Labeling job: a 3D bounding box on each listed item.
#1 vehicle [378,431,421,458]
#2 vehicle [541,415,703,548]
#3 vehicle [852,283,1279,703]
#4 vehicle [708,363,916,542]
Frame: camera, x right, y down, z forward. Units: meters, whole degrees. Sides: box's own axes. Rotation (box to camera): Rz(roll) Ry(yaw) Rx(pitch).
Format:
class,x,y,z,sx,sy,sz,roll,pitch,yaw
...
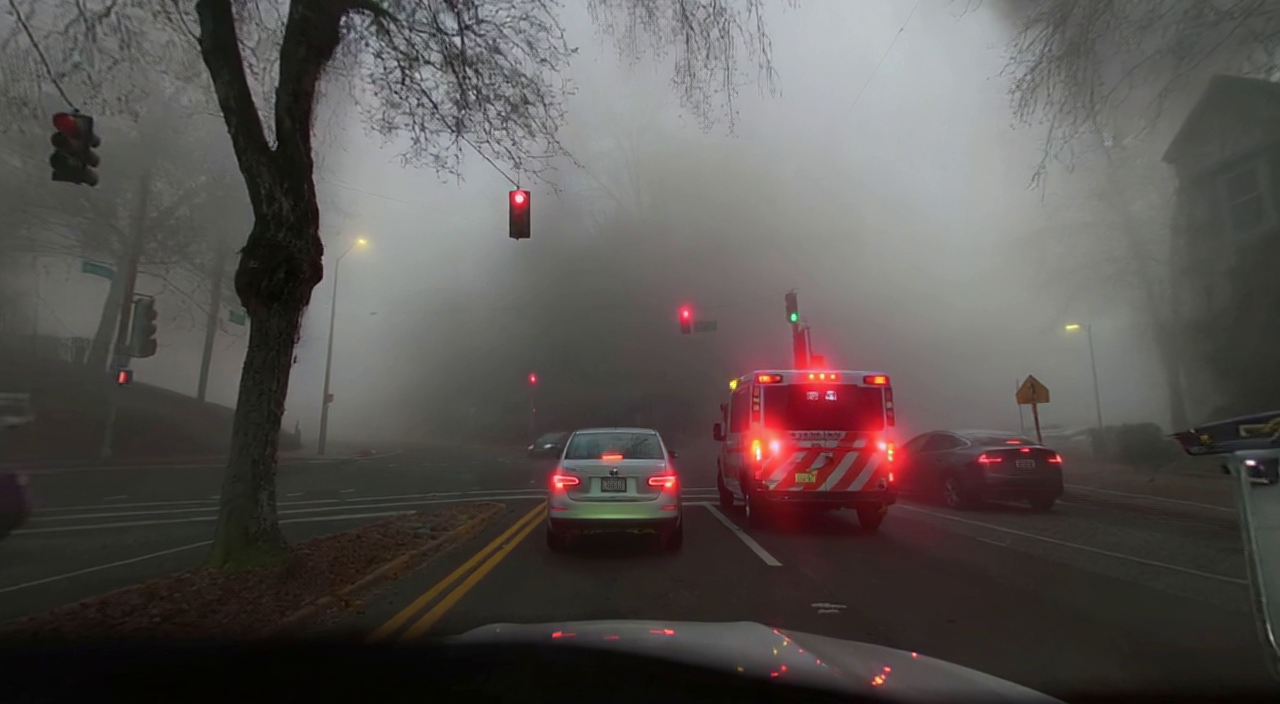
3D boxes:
class,x,y,z,sx,sy,sz,roll,pitch,yaw
vehicle,-17.735,6.879,46.870,2.246,1.880,4.454,1,-8,-12
vehicle,-0.278,1.971,10.197,2.114,1.707,3.725,0,-8,-1
vehicle,2.852,0.892,2.839,2.194,1.820,4.652,0,-8,1
vehicle,2.893,1.901,12.385,2.406,2.687,5.521,0,-8,-1
